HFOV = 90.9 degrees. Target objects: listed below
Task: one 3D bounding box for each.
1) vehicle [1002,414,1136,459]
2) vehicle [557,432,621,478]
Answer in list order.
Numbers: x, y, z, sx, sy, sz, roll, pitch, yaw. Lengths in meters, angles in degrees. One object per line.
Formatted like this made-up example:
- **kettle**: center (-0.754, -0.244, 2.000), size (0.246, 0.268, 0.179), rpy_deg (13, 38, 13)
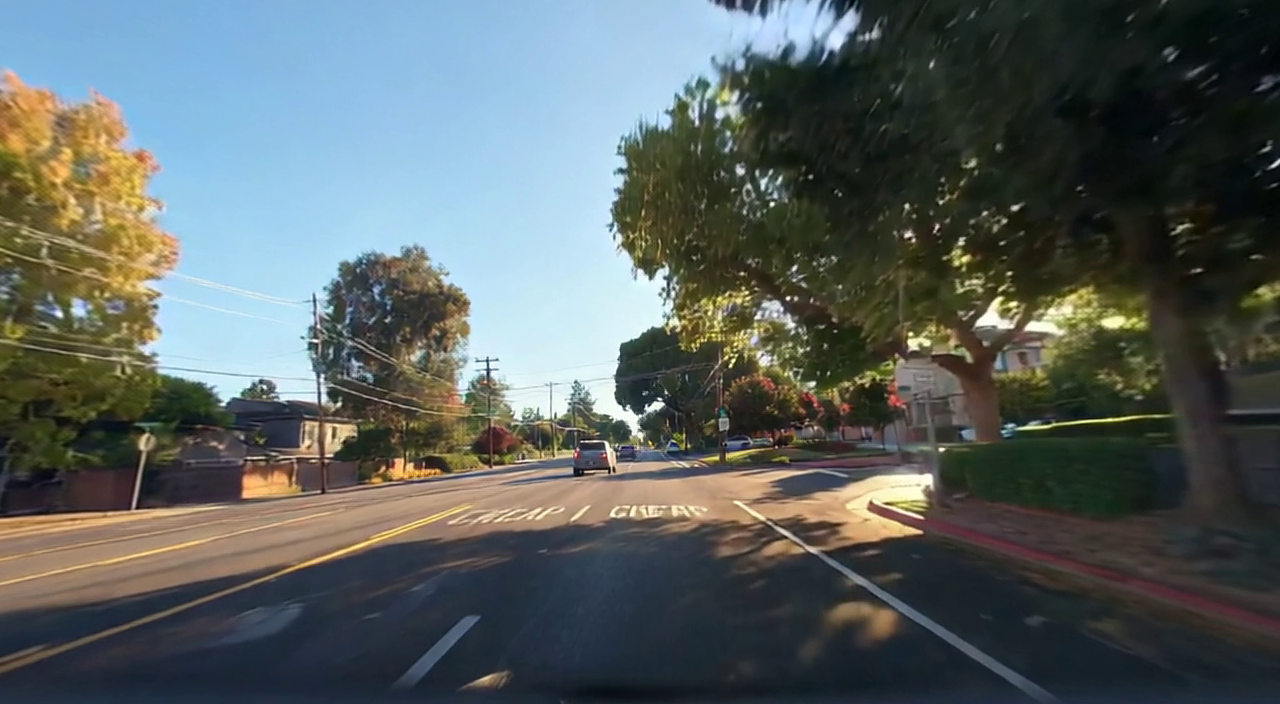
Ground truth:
- **vehicle**: center (20.542, 4.113, 30.403), size (4.502, 1.833, 2.462), rpy_deg (-3, -10, 1)
- **vehicle**: center (-2.184, 4.634, 28.447), size (2.327, 1.861, 4.941), rpy_deg (-1, -9, 2)
